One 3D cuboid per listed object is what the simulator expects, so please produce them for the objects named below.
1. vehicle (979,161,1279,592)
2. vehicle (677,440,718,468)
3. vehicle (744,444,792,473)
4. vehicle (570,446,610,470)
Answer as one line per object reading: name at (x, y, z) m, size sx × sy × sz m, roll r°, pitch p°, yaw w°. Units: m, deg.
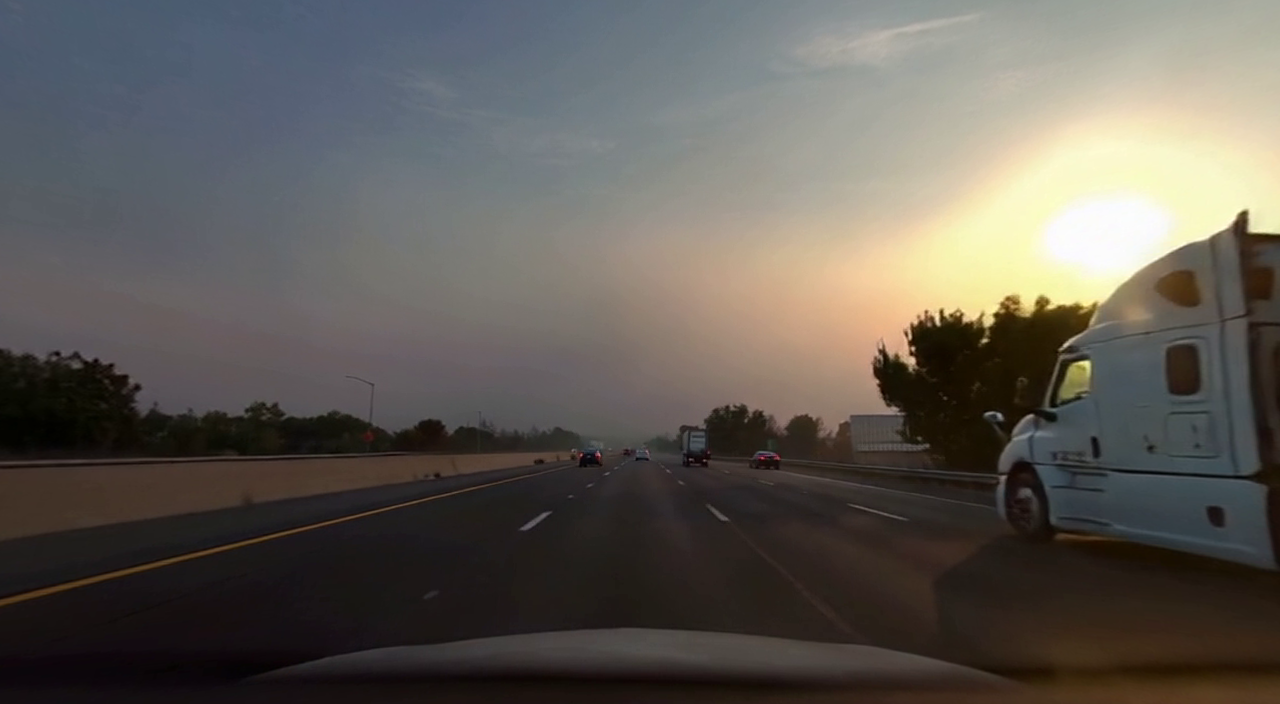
vehicle at (7.741, 0.525, 7.879) m, size 3.034 × 4.112 × 7.110 m, roll 0°, pitch -9°, yaw 2°
vehicle at (4.427, 7.966, 49.335) m, size 2.770 × 1.990 × 5.755 m, roll 0°, pitch -9°, yaw 1°
vehicle at (8.085, 6.753, 40.214) m, size 2.188 × 1.727 × 4.381 m, roll 0°, pitch -9°, yaw 1°
vehicle at (-3.305, 7.184, 42.740) m, size 2.164 × 1.507 × 4.748 m, roll 0°, pitch -9°, yaw 2°
